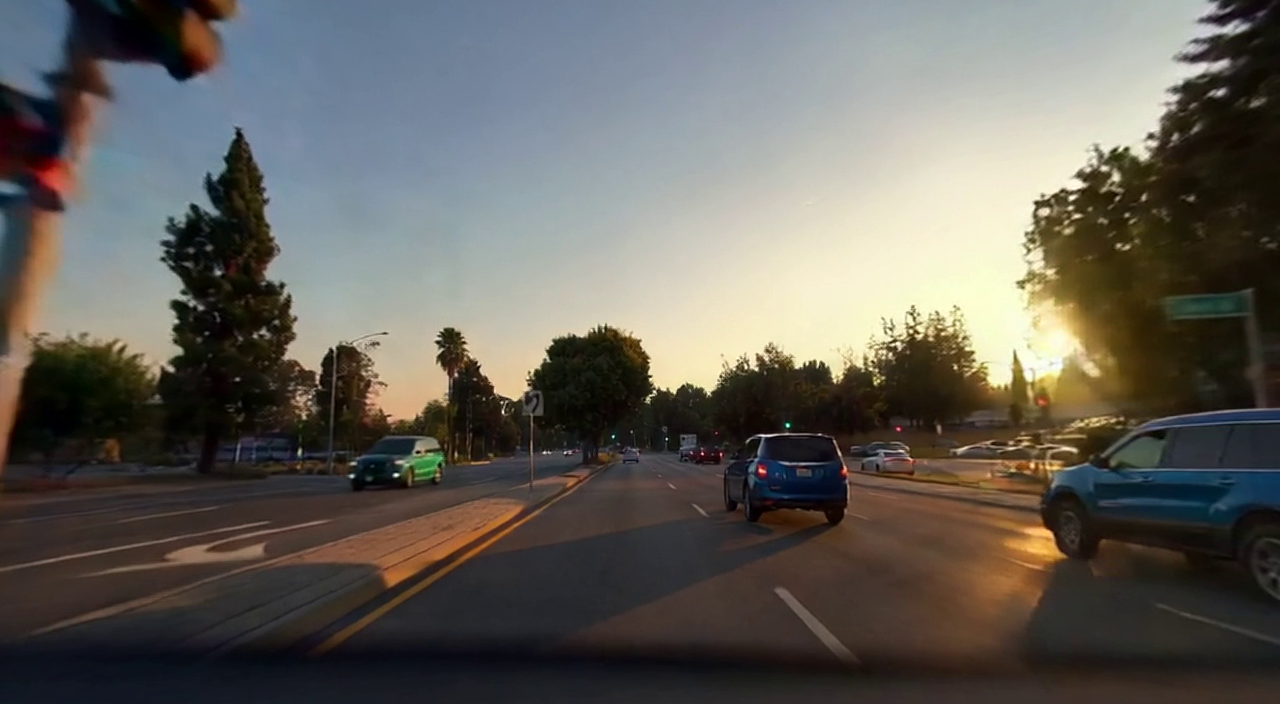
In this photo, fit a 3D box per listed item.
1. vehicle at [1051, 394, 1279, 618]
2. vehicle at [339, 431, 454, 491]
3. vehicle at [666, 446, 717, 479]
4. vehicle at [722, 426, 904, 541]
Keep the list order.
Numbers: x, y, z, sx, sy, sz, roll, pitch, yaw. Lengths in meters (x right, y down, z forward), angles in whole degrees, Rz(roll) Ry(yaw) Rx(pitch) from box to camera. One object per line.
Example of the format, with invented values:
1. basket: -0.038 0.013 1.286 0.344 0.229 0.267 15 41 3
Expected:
1. vehicle: 6.282 1.309 5.477 2.153 1.811 4.595 0 -8 -2
2. vehicle: -9.240 4.173 24.524 2.215 2.062 5.360 0 -8 1
3. vehicle: 2.437 5.342 30.845 1.980 1.484 4.093 0 -8 -2
4. vehicle: 2.874 2.289 11.579 2.075 1.698 4.142 0 -8 -1
